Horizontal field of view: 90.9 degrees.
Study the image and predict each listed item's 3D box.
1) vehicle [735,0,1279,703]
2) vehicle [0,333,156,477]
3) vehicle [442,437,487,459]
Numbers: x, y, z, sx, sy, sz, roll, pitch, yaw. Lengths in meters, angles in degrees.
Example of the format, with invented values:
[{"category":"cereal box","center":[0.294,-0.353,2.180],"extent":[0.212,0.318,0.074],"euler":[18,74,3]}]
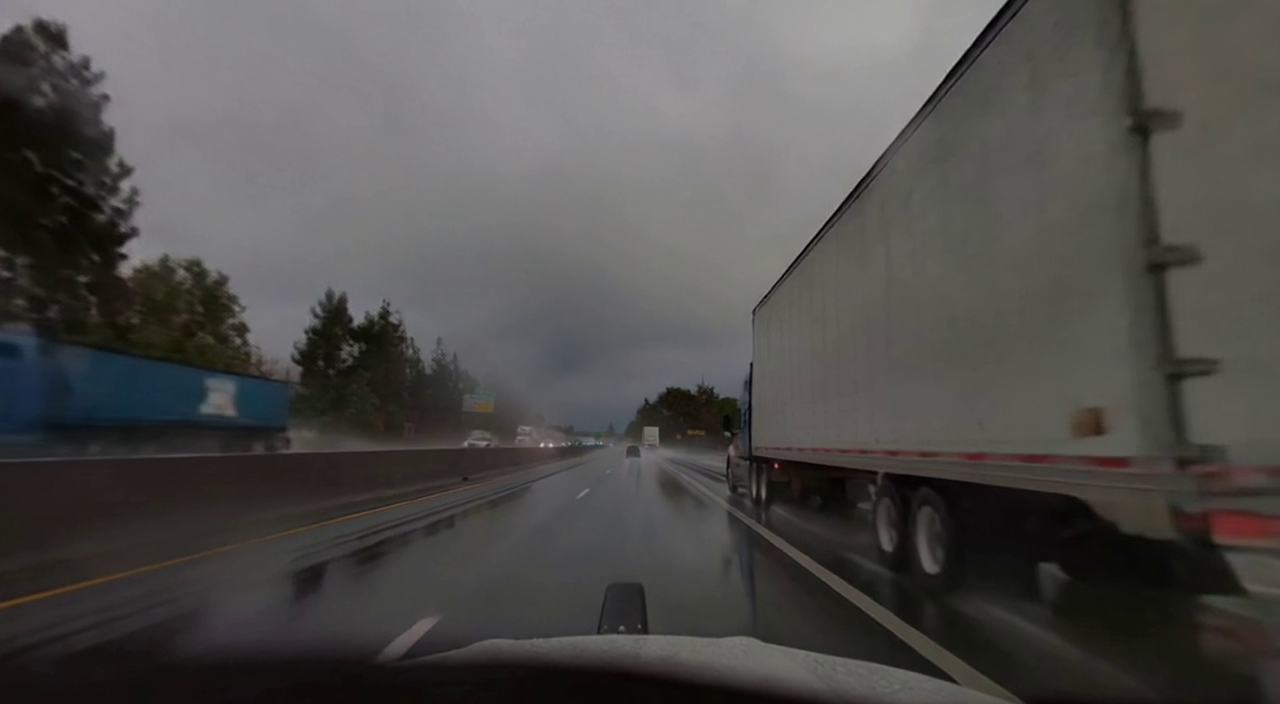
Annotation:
[{"category":"vehicle","center":[4.230,0.608,9.970],"extent":[3.323,4.262,14.056],"euler":[0,-9,0]},{"category":"vehicle","center":[-15.406,1.227,14.327],"extent":[2.626,3.136,7.570],"euler":[0,-9,1]},{"category":"vehicle","center":[-12.438,6.821,44.877],"extent":[1.940,1.489,4.258],"euler":[0,-9,0]}]
